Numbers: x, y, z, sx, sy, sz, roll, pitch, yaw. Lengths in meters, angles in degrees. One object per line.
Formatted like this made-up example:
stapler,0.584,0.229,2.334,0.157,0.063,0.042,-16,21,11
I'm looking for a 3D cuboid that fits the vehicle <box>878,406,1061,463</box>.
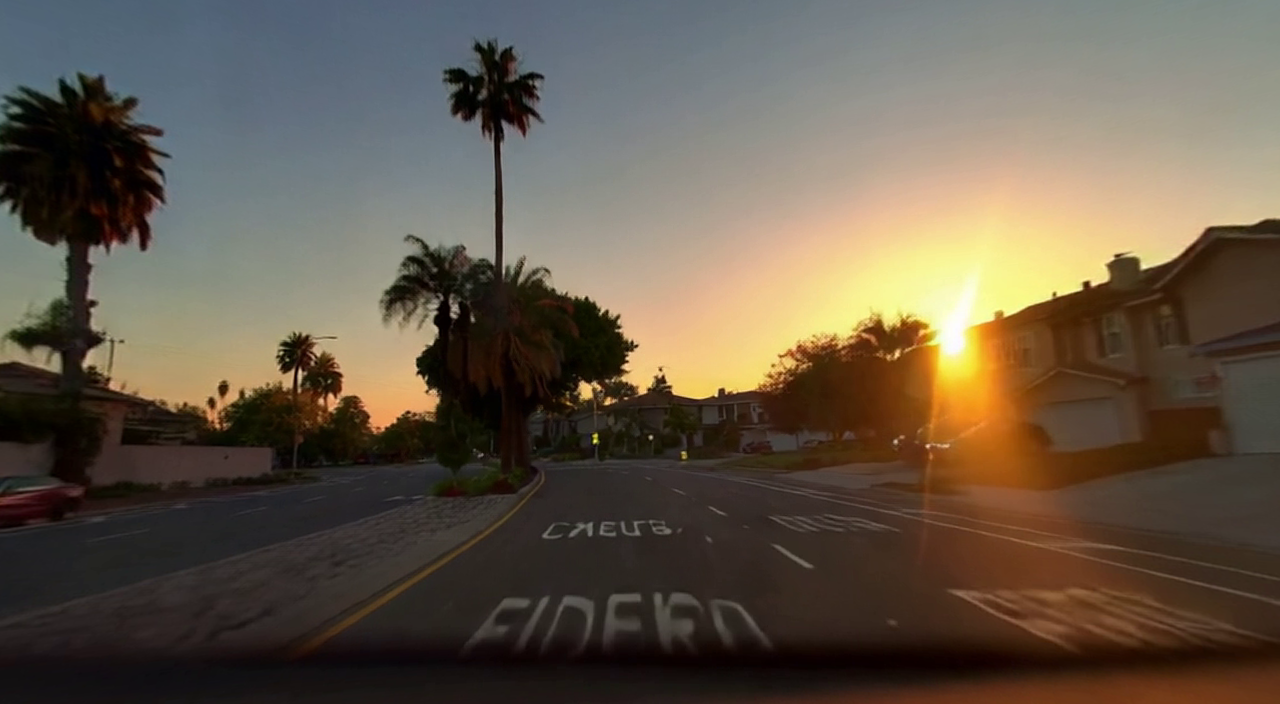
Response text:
vehicle,12.937,3.404,25.328,6.051,2.092,2.231,-3,-10,17
